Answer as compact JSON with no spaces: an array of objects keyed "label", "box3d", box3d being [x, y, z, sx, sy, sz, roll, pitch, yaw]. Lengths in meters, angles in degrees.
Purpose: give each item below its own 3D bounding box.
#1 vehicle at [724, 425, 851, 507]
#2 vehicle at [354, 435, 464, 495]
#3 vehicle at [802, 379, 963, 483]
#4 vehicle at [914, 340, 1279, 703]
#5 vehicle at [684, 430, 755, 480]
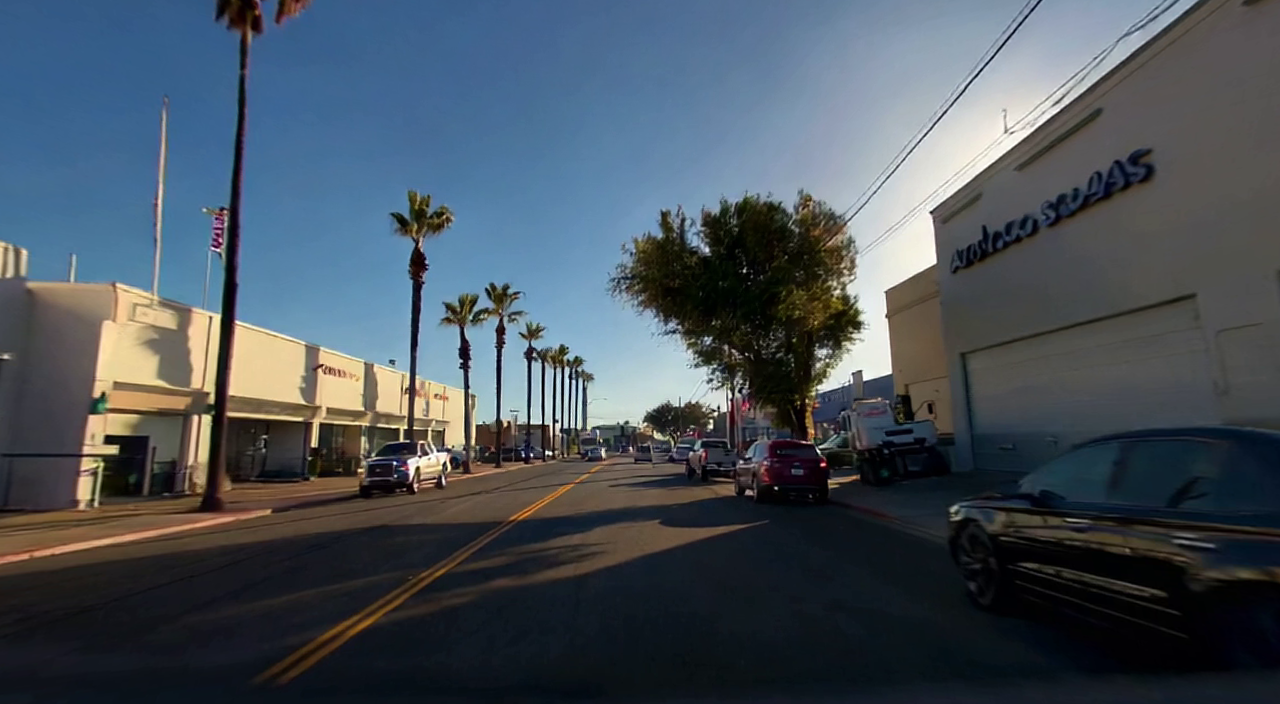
[{"label":"vehicle","box3d":[3.629,2.917,16.604,2.098,1.816,4.709,0,-9,-1]},{"label":"vehicle","box3d":[-8.187,4.056,23.074,2.105,1.836,5.338,-2,-9,-1]},{"label":"vehicle","box3d":[7.988,2.827,21.987,2.993,3.033,6.781,0,-9,1]},{"label":"vehicle","box3d":[3.661,0.964,3.318,2.069,1.784,5.384,0,-9,1]},{"label":"vehicle","box3d":[3.403,4.603,28.459,2.345,1.969,6.070,0,-9,-1]}]
